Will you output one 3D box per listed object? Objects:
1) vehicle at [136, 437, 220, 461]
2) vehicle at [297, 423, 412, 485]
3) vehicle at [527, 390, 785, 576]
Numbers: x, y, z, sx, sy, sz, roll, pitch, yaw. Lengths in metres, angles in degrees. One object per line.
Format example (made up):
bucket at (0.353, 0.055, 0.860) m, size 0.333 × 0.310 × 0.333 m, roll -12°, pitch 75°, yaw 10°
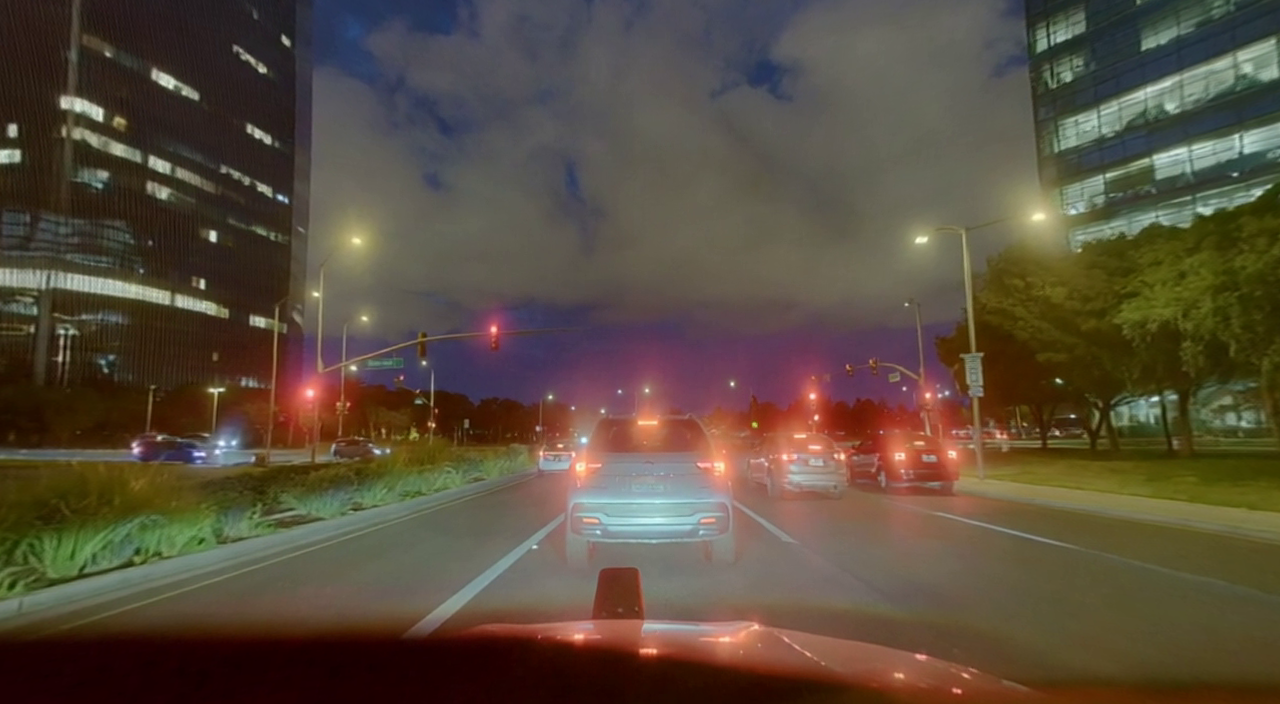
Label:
vehicle at (-34.536, 7.234, 47.147) m, size 4.622 × 1.742 × 1.965 m, roll 0°, pitch -9°, yaw -2°
vehicle at (-11.894, 4.320, 26.934) m, size 2.717 × 2.310 × 6.448 m, roll 1°, pitch -9°, yaw -8°
vehicle at (0.158, 1.669, 8.721) m, size 2.601 × 1.878 × 4.535 m, roll 0°, pitch -9°, yaw 0°
